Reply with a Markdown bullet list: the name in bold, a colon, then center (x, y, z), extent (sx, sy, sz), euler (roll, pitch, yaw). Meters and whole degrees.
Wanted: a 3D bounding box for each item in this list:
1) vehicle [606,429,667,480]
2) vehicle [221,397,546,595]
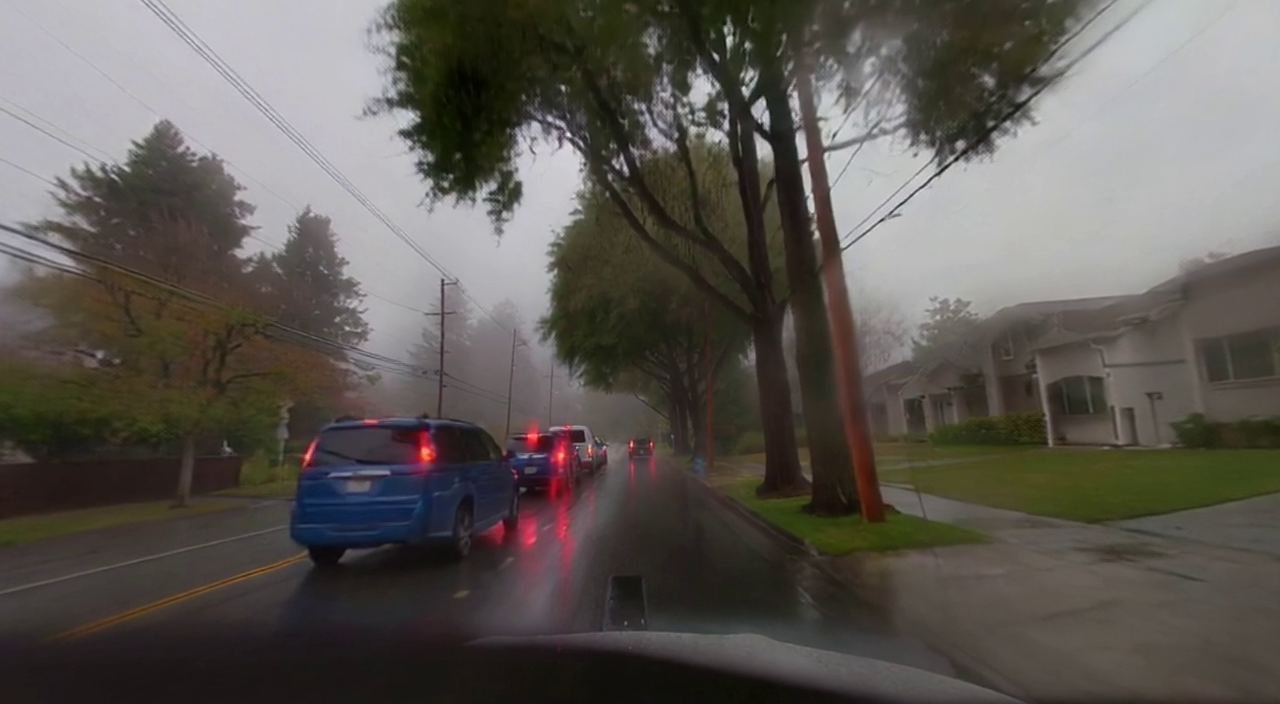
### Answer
- **vehicle**: center (-0.132, 3.840, 23.733), extent (2.120, 1.718, 3.909), euler (0, -9, 0)
- **vehicle**: center (-2.641, 1.617, 7.903), extent (2.157, 1.765, 4.303), euler (0, -9, 1)
